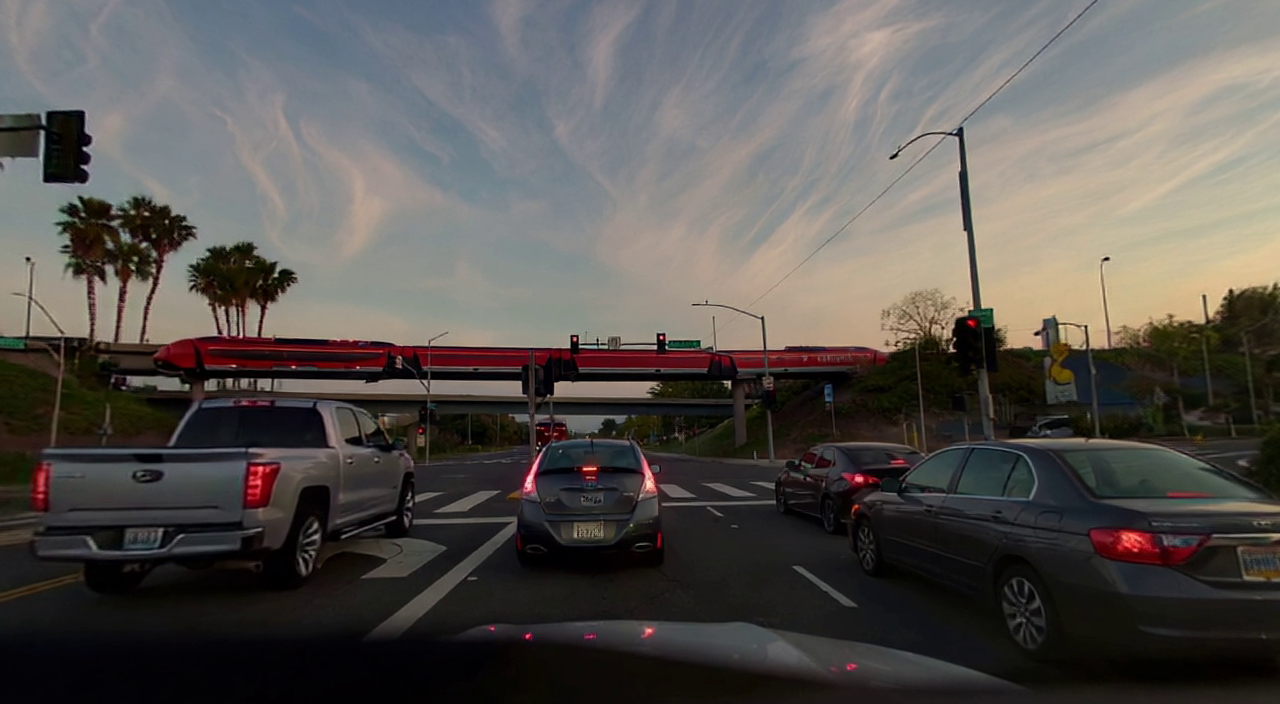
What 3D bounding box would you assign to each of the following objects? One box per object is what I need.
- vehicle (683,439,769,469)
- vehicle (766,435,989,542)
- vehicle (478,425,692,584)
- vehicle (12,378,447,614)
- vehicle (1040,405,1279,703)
[{"bbox_3d":[4.245,5.132,31.940,1.878,1.428,4.416,5,-10,-32],"label":"vehicle"},{"bbox_3d":[3.724,2.215,10.969,1.965,1.448,4.486,0,-9,-2],"label":"vehicle"},{"bbox_3d":[-0.620,1.766,8.159,2.035,1.491,4.090,0,-9,-3],"label":"vehicle"},{"bbox_3d":[-4.080,1.543,7.815,2.078,1.838,5.448,1,-9,-5],"label":"vehicle"},{"bbox_3d":[3.891,0.890,2.161,2.052,1.496,4.541,0,-9,0],"label":"vehicle"}]
